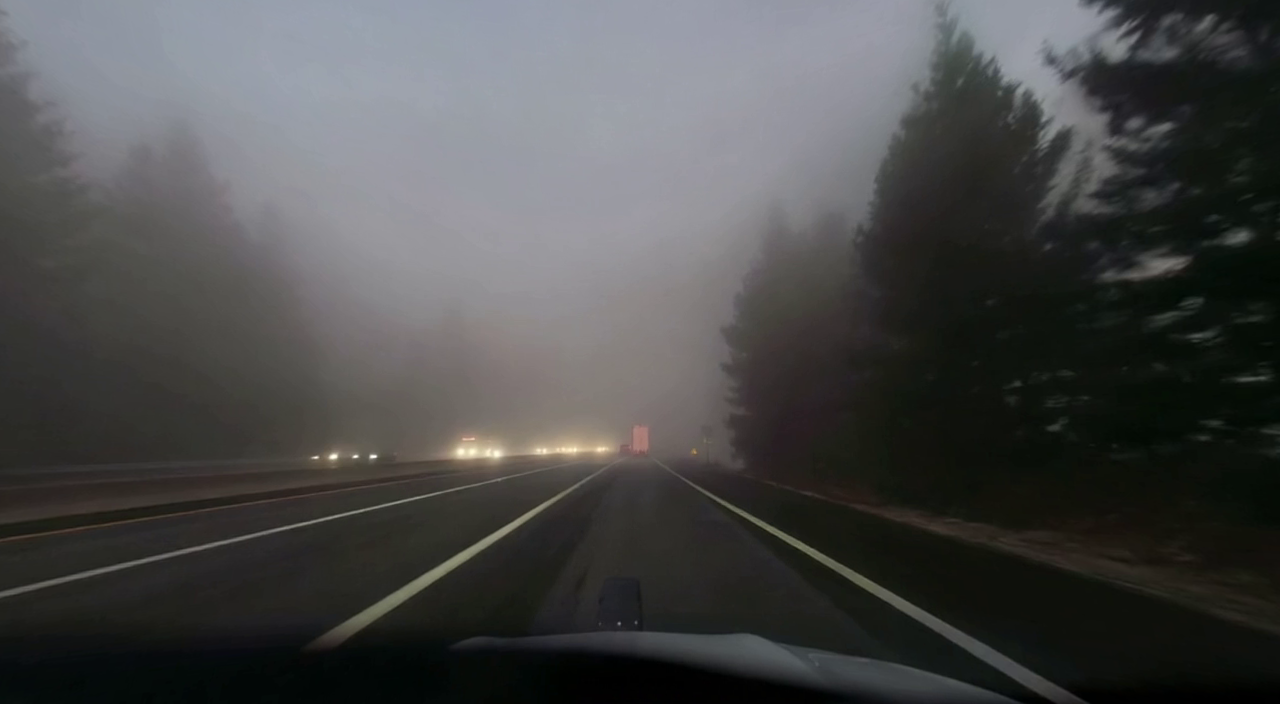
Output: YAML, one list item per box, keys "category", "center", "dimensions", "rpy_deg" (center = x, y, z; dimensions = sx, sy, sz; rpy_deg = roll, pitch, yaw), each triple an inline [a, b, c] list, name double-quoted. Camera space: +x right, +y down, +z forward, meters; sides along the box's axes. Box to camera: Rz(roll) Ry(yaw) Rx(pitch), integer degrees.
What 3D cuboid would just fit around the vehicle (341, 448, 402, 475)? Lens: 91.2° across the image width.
- category: "vehicle"
  center: [-15.925, 6.478, 37.365]
  dimensions: [1.800, 1.464, 3.896]
  rpy_deg: [0, -9, 1]
